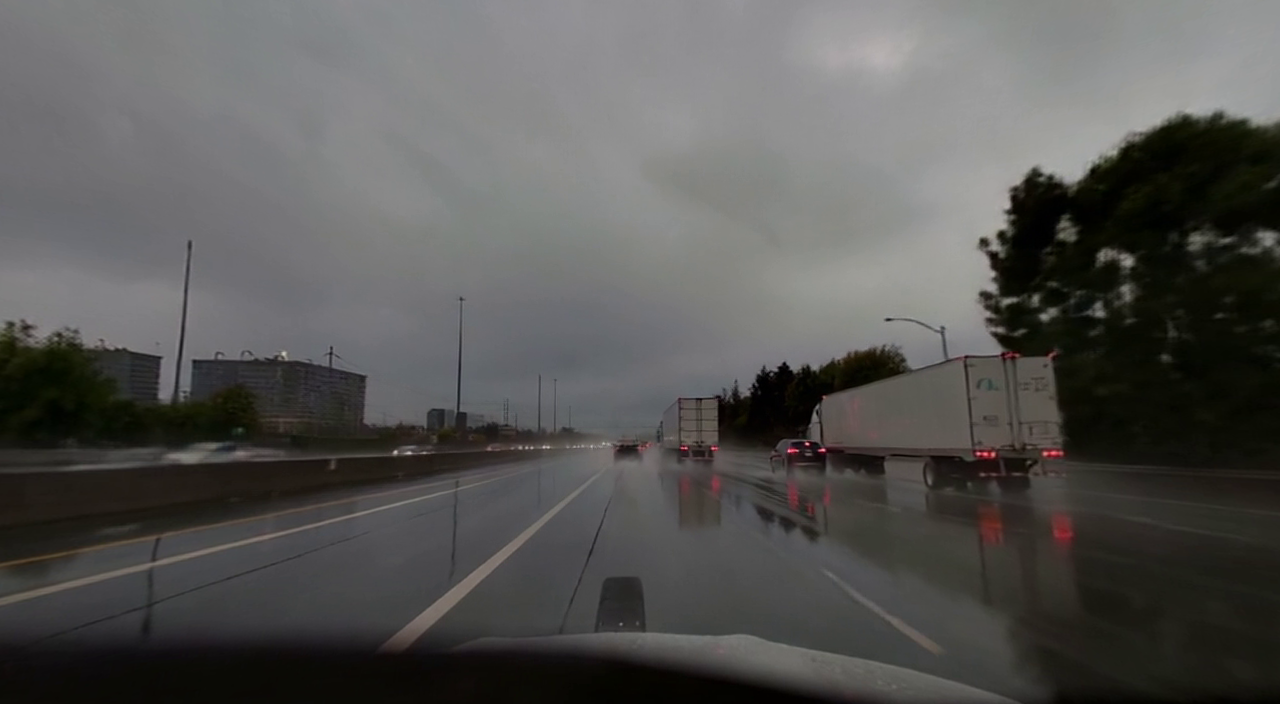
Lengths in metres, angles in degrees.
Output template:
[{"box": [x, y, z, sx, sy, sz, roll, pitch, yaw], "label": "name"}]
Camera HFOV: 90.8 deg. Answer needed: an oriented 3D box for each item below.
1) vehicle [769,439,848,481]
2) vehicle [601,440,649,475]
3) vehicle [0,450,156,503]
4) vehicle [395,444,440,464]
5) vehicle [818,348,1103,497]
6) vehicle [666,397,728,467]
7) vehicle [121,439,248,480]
[{"box": [7.169, 4.620, 27.348, 2.154, 1.658, 4.347, 0, -9, -1], "label": "vehicle"}, {"box": [-0.667, 5.072, 30.583, 2.163, 1.551, 4.180, 0, -9, 0], "label": "vehicle"}, {"box": [-16.615, 3.519, 18.379, 1.429, 1.331, 4.546, 0, -9, 0], "label": "vehicle"}, {"box": [-16.830, 7.755, 48.057, 1.781, 1.477, 4.274, 0, -9, 1], "label": "vehicle"}, {"box": [11.348, 3.252, 26.298, 2.898, 4.171, 17.188, 0, -9, 0], "label": "vehicle"}, {"box": [3.590, 5.542, 42.718, 2.999, 4.127, 10.526, 0, -9, -1], "label": "vehicle"}, {"box": [-20.327, 4.821, 28.562, 1.991, 1.643, 5.048, 0, -9, 0], "label": "vehicle"}]
